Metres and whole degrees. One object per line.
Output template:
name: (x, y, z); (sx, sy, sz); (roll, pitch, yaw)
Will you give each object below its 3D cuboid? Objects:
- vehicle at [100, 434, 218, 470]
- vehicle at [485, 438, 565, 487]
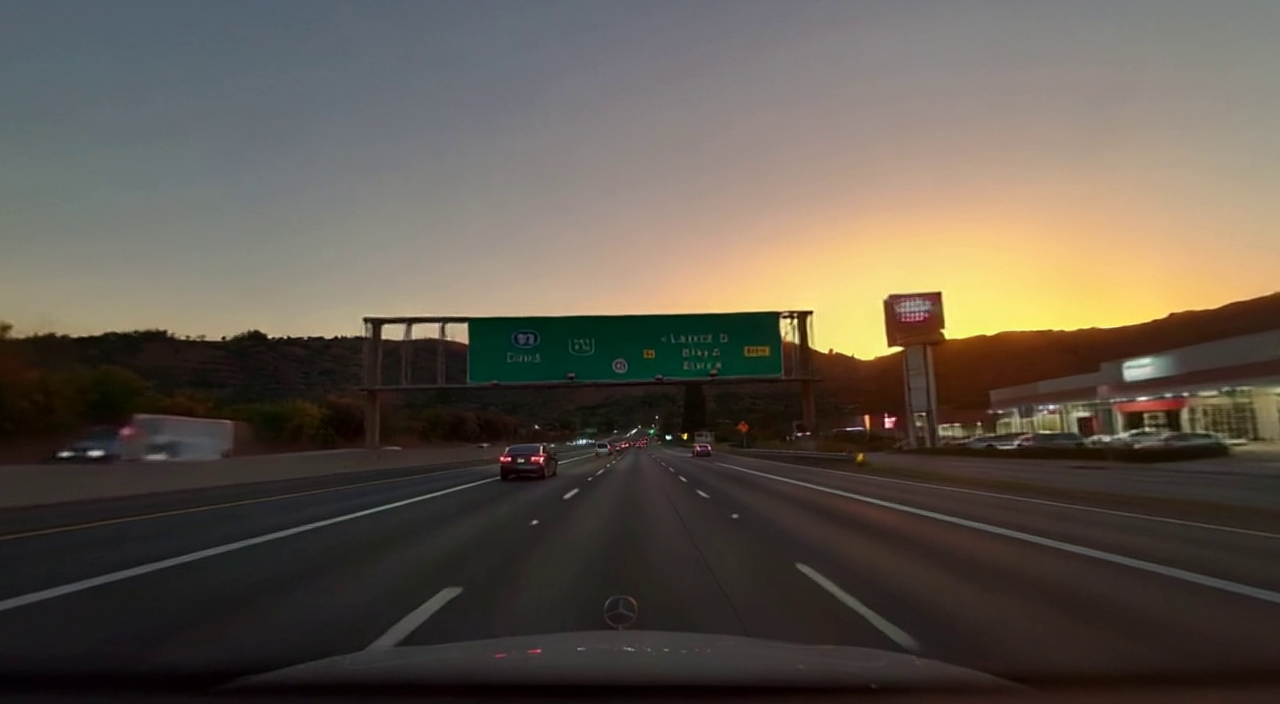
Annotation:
vehicle: (-27.388, 5.728, 36.292); (2.333, 1.873, 5.556); (0, -8, 1)
vehicle: (-3.870, 3.788, 22.019); (1.939, 1.508, 4.272); (0, -8, 0)
